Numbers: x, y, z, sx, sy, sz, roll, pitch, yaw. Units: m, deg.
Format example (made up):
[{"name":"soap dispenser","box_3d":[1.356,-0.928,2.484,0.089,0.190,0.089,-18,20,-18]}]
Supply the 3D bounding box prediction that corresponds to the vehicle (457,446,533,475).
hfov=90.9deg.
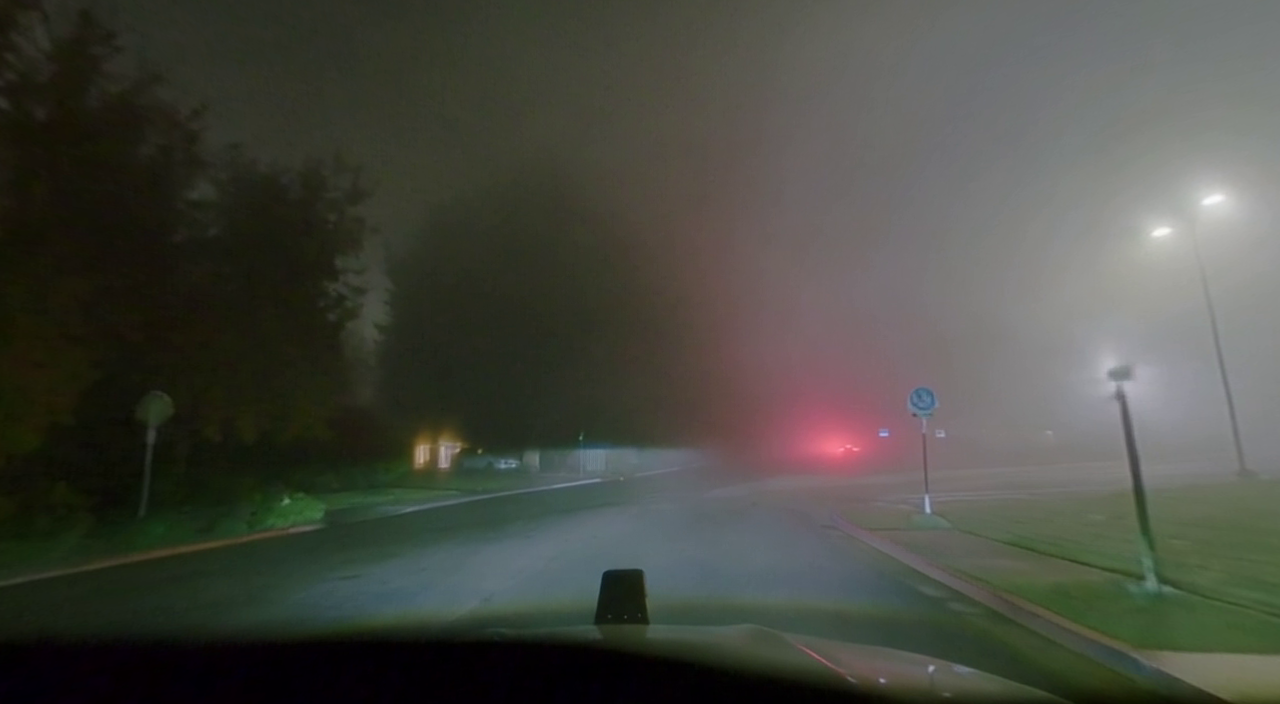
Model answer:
[{"name":"vehicle","box_3d":[-8.517,6.409,37.403,4.252,1.681,1.854,1,-9,-9]}]
